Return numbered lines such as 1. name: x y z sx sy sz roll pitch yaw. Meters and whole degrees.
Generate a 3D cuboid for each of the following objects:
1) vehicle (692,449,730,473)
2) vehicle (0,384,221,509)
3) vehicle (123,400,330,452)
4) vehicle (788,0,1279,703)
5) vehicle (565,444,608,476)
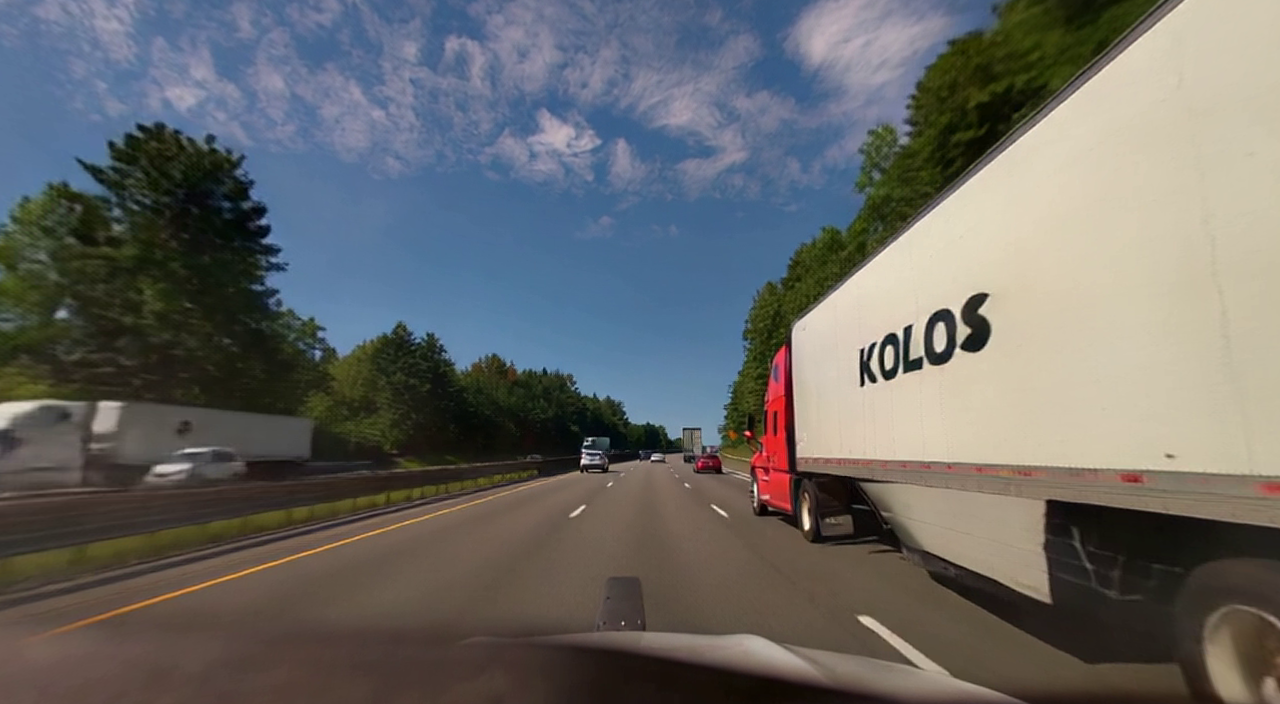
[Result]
1. vehicle: 4.926 7.614 44.204 2.176 1.598 3.878 0 -9 0
2. vehicle: -20.170 3.374 22.262 2.915 3.605 11.295 0 -9 0
3. vehicle: -20.139 3.857 32.214 2.889 2.056 11.964 -2 -7 -1
4. vehicle: 4.339 0.298 6.631 2.914 3.998 11.103 0 -9 0
5. vehicle: -2.971 6.156 35.952 2.017 1.683 4.309 0 -9 1
